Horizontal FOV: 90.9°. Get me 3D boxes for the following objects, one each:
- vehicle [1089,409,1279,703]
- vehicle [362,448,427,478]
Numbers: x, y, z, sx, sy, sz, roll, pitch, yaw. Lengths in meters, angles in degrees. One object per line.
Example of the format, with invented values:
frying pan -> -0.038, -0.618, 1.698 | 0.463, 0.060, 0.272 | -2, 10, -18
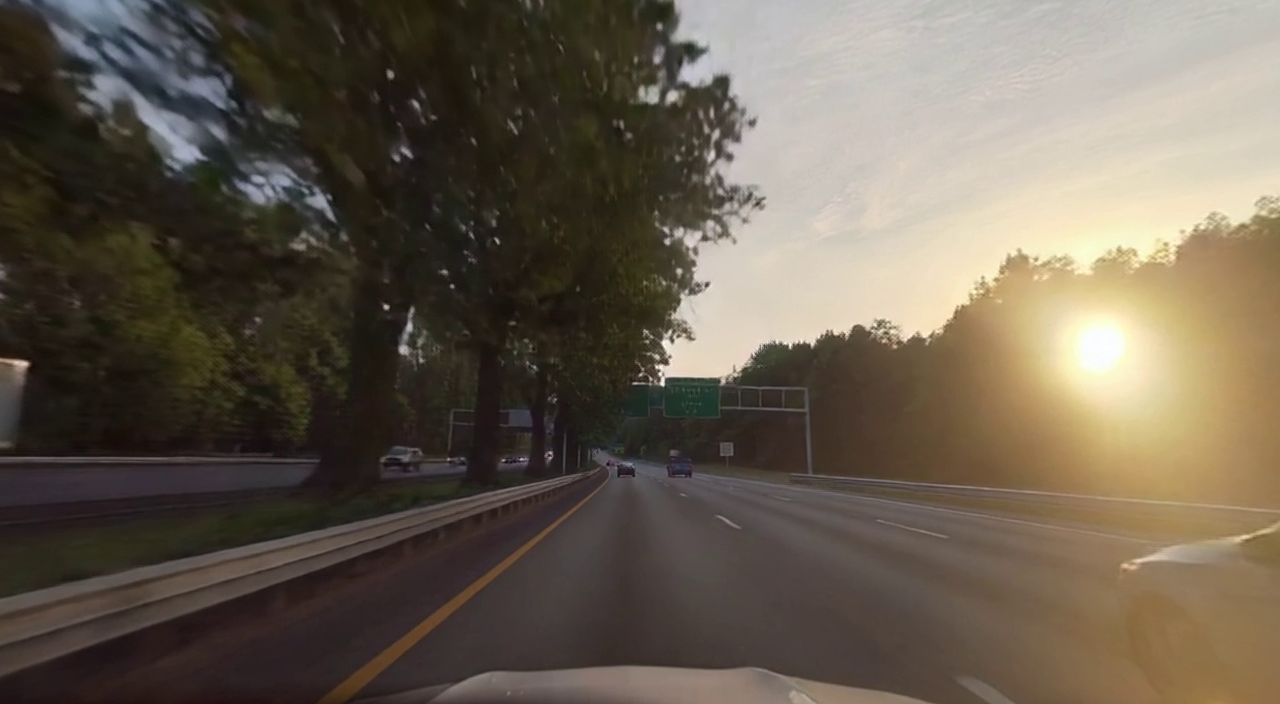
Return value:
vehicle -> 3.947, 0.932, 1.832 | 2.132, 1.662, 4.180 | 1, -10, 0
vehicle -> -14.302, 6.520, 37.006 | 2.030, 1.595, 4.594 | 1, -10, -1
